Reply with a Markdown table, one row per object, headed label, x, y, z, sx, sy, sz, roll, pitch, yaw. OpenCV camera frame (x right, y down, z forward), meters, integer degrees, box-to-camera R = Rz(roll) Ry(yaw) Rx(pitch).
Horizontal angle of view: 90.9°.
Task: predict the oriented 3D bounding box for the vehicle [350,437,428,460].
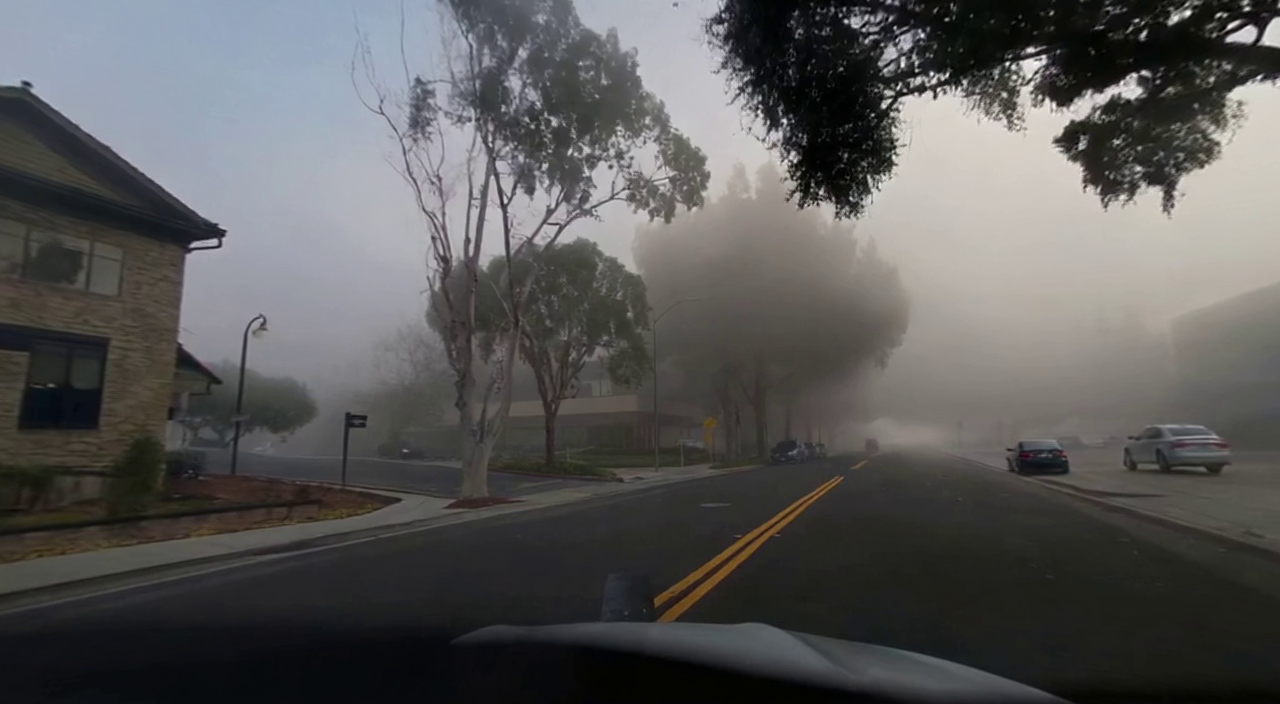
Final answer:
| label | x | y | z | sx | sy | sz | roll | pitch | yaw |
| --- | --- | --- | --- | --- | --- | --- | --- | --- | --- |
| vehicle | -18.357 | 7.067 | 46.204 | 4.814 | 1.609 | 2.197 | -1 | -9 | 7 |

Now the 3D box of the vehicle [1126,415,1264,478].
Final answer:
| label | x | y | z | sx | sy | sz | roll | pitch | yaw |
| --- | --- | --- | --- | --- | --- | --- | --- | --- | --- |
| vehicle | 18.500 | 3.198 | 21.322 | 2.018 | 1.840 | 4.662 | -4 | -9 | 23 |
